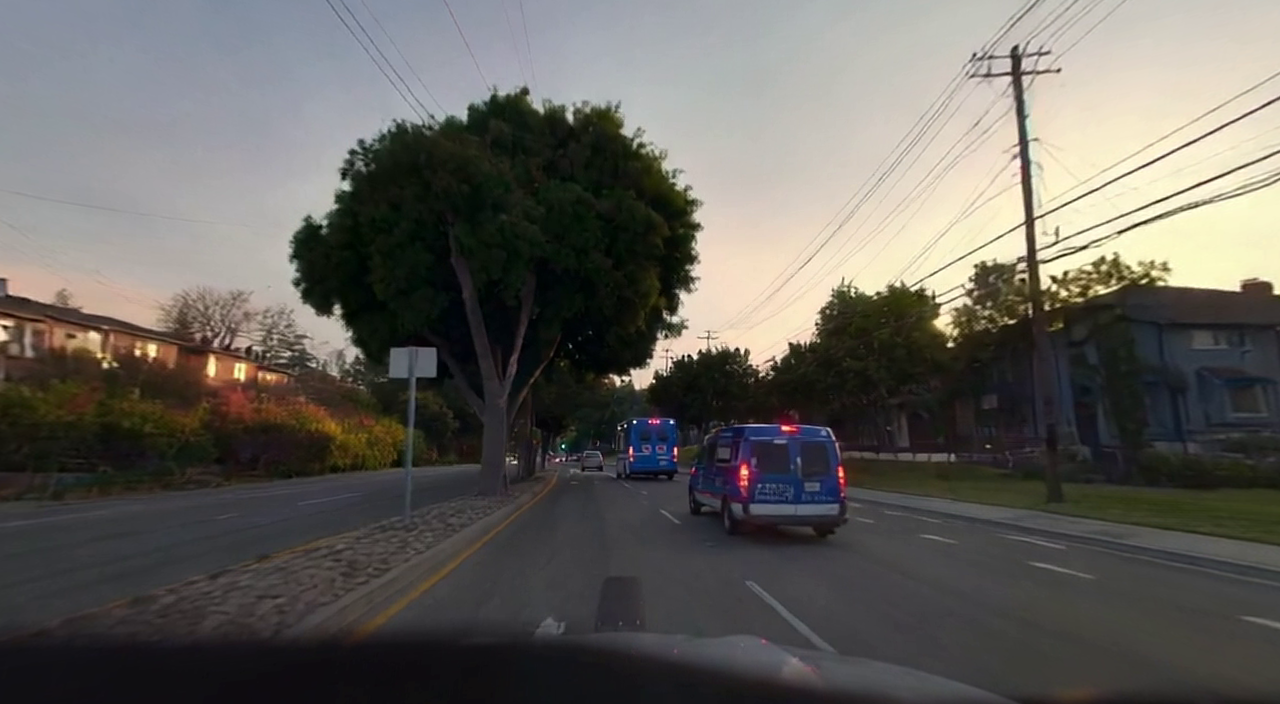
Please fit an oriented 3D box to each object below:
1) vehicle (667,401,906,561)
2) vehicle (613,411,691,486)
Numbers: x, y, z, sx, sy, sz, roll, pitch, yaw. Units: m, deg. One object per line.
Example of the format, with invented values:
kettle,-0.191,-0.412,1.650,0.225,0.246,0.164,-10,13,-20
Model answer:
vehicle,1.922,1.914,10.218,2.194,1.922,4.822,1,-8,-7
vehicle,0.309,3.886,25.690,2.406,2.687,5.521,1,-8,-7
